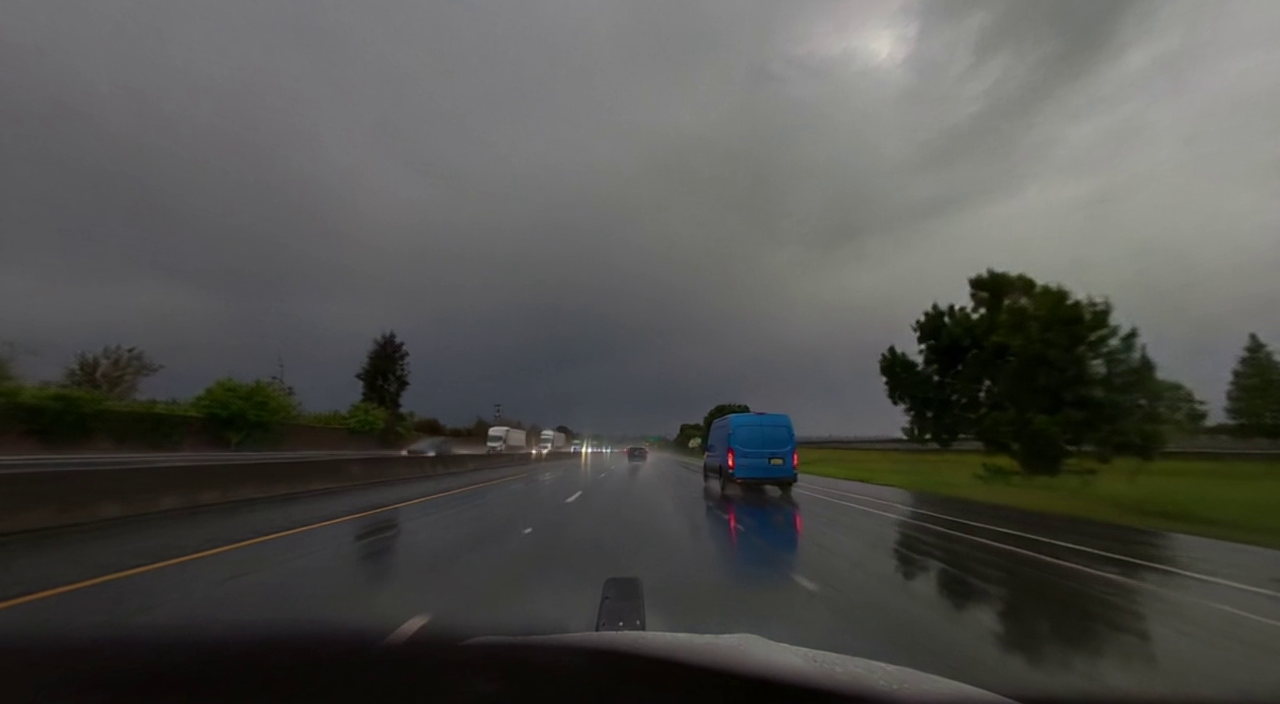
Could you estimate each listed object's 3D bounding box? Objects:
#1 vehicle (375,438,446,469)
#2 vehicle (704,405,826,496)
[{"bbox_3d":[-11.672,5.208,32.424,2.045,1.472,4.396,0,-9,0],"label":"vehicle"},{"bbox_3d":[3.833,3.267,21.035,2.552,2.524,6.630,0,-9,-1],"label":"vehicle"}]
